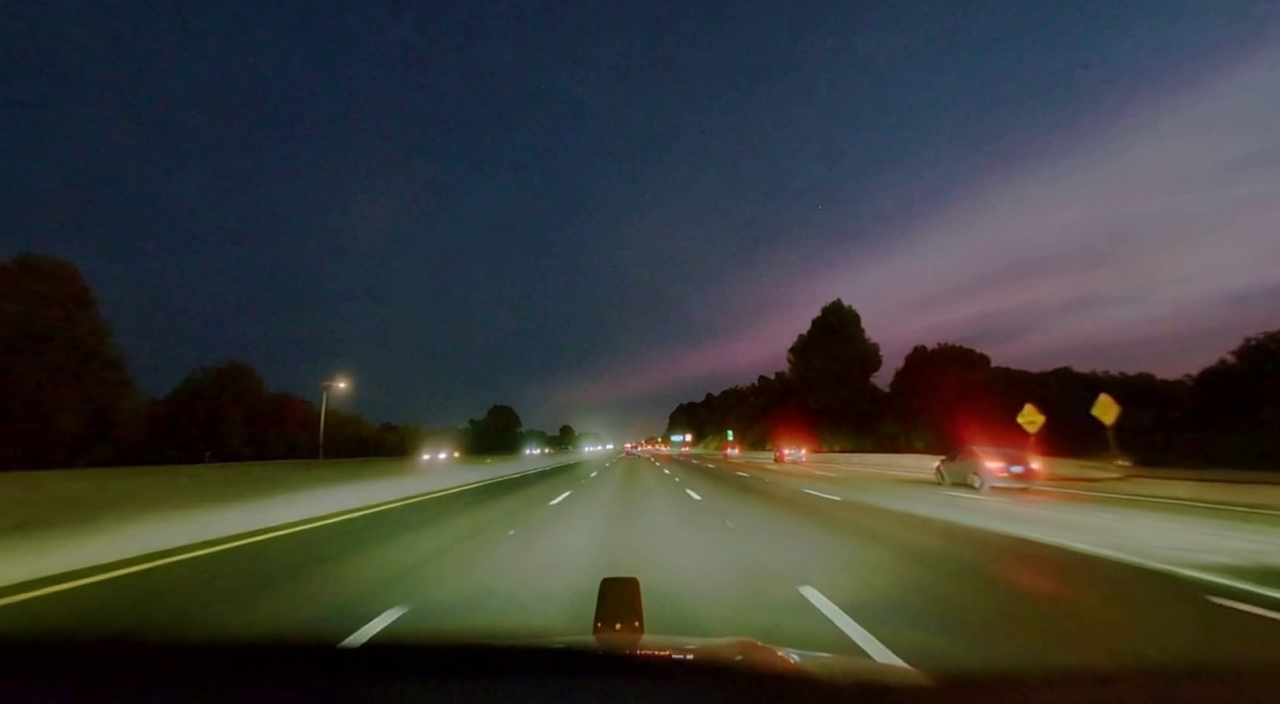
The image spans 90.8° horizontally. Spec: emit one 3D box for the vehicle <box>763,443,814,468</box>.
[{"bbox_3d":[9.641,6.750,41.309,2.075,1.496,4.573,1,-9,-2],"label":"vehicle"}]

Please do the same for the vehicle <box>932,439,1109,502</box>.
[{"bbox_3d":[10.526,3.296,18.071,1.962,1.536,4.945,1,-9,-1],"label":"vehicle"}]

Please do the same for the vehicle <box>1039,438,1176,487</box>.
[{"bbox_3d":[15.793,3.729,21.571,2.354,1.516,3.035,0,-8,3],"label":"vehicle"}]

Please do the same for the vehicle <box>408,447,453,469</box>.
[{"bbox_3d":[-14.800,7.519,44.839,1.895,1.444,3.835,0,-9,0],"label":"vehicle"}]
